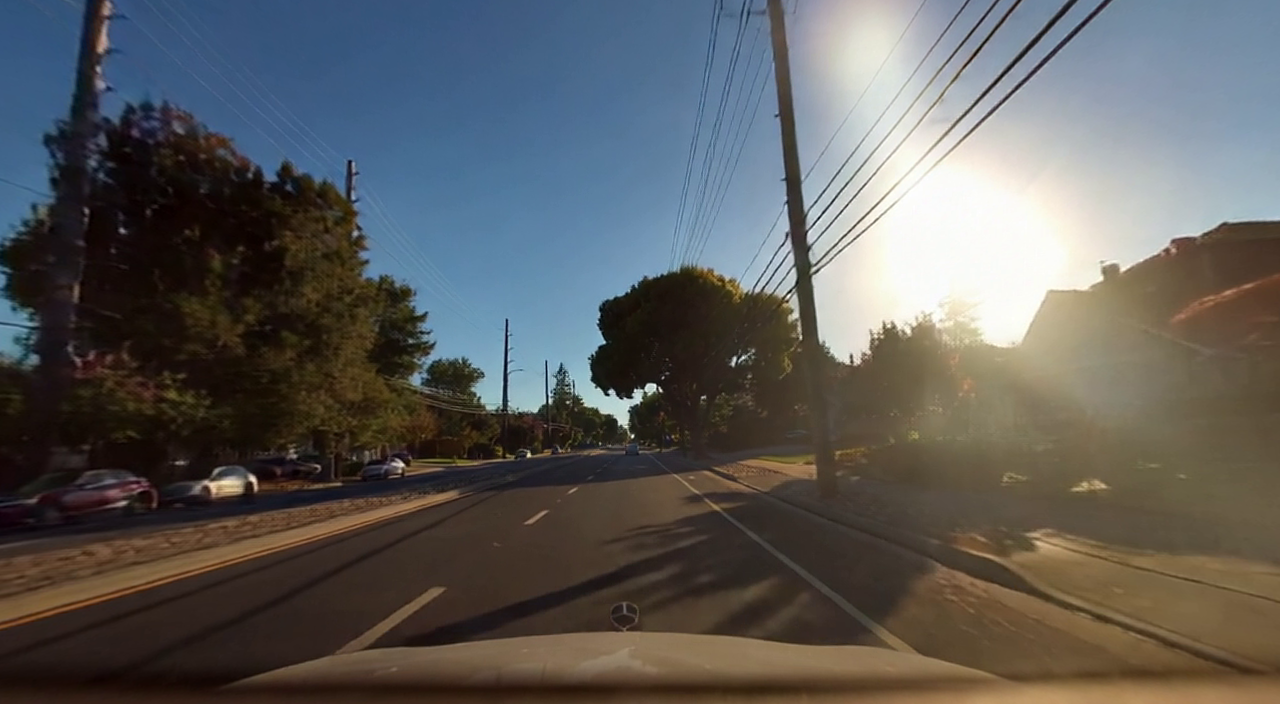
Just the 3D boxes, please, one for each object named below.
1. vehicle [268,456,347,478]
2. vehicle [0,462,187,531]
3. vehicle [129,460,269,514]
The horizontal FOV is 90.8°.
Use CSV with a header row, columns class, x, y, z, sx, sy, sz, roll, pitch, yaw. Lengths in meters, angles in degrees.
class,x,y,z,sx,sy,sz,roll,pitch,yaw
vehicle,-22.651,7.824,43.152,4.243,1.455,2.005,0,-9,1
vehicle,-15.863,4.131,18.439,2.031,1.482,4.476,-6,-9,0
vehicle,-16.007,4.852,23.225,2.018,1.449,4.384,-7,-9,0
